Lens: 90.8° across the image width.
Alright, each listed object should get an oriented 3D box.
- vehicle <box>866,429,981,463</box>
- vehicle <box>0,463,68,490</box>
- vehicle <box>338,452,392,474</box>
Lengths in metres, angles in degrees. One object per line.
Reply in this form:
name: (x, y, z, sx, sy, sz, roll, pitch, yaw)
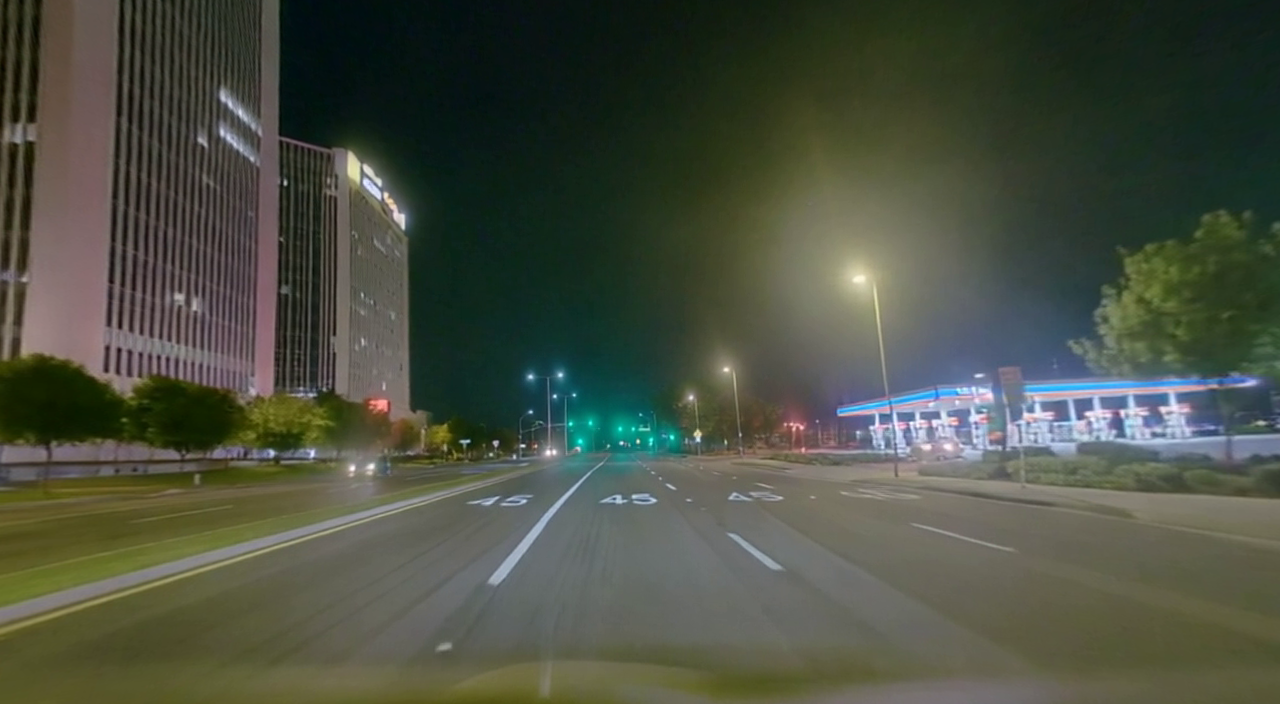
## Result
vehicle: (13.512, 4.516, 30.287, 4.548, 1.568, 1.953, 0, -9, -2)
vehicle: (-39.288, 7.876, 39.934, 1.828, 1.534, 4.790, -2, -9, -2)
vehicle: (-20.071, 8.101, 46.330, 1.927, 1.497, 4.393, 0, -8, 1)
